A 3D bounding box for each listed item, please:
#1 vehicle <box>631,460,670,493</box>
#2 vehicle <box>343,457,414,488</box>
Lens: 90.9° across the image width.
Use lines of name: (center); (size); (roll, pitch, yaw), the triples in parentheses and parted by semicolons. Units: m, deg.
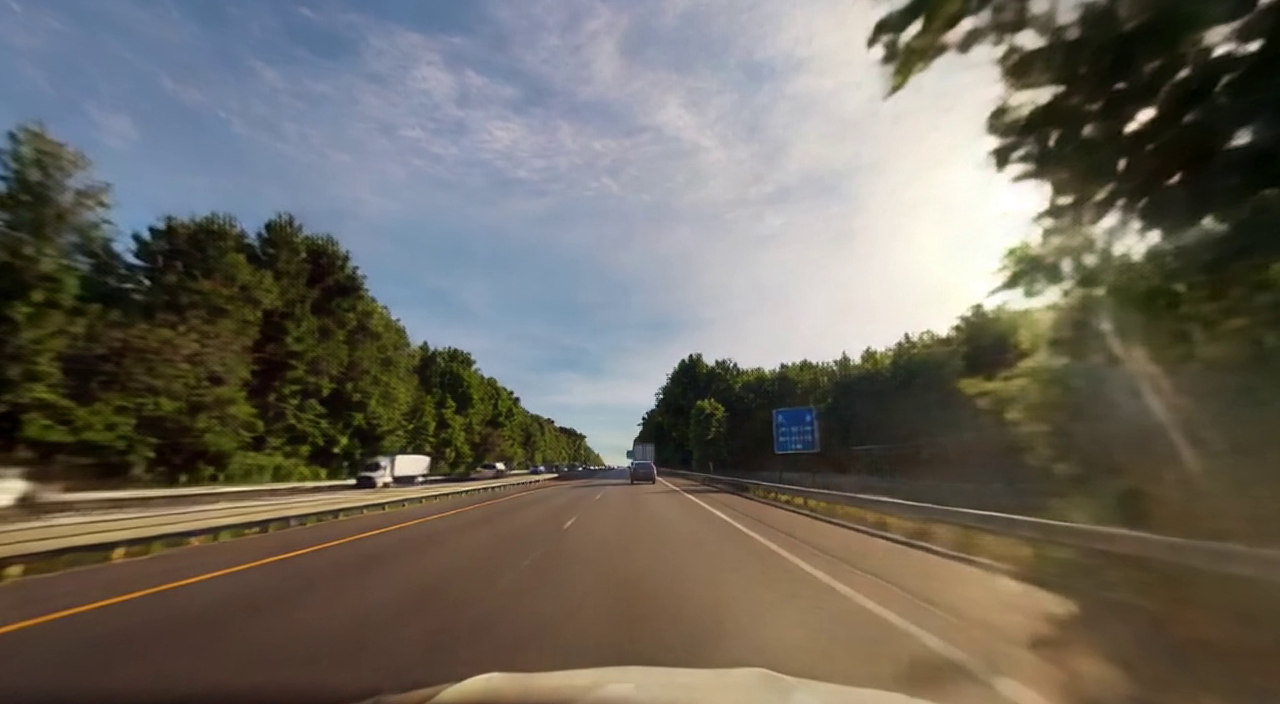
vehicle: (0.561, 6.956, 35.280); (2.048, 1.663, 4.377); (1, -10, 0)
vehicle: (-16.329, 7.573, 39.674); (2.028, 1.777, 5.635); (1, -10, 0)
